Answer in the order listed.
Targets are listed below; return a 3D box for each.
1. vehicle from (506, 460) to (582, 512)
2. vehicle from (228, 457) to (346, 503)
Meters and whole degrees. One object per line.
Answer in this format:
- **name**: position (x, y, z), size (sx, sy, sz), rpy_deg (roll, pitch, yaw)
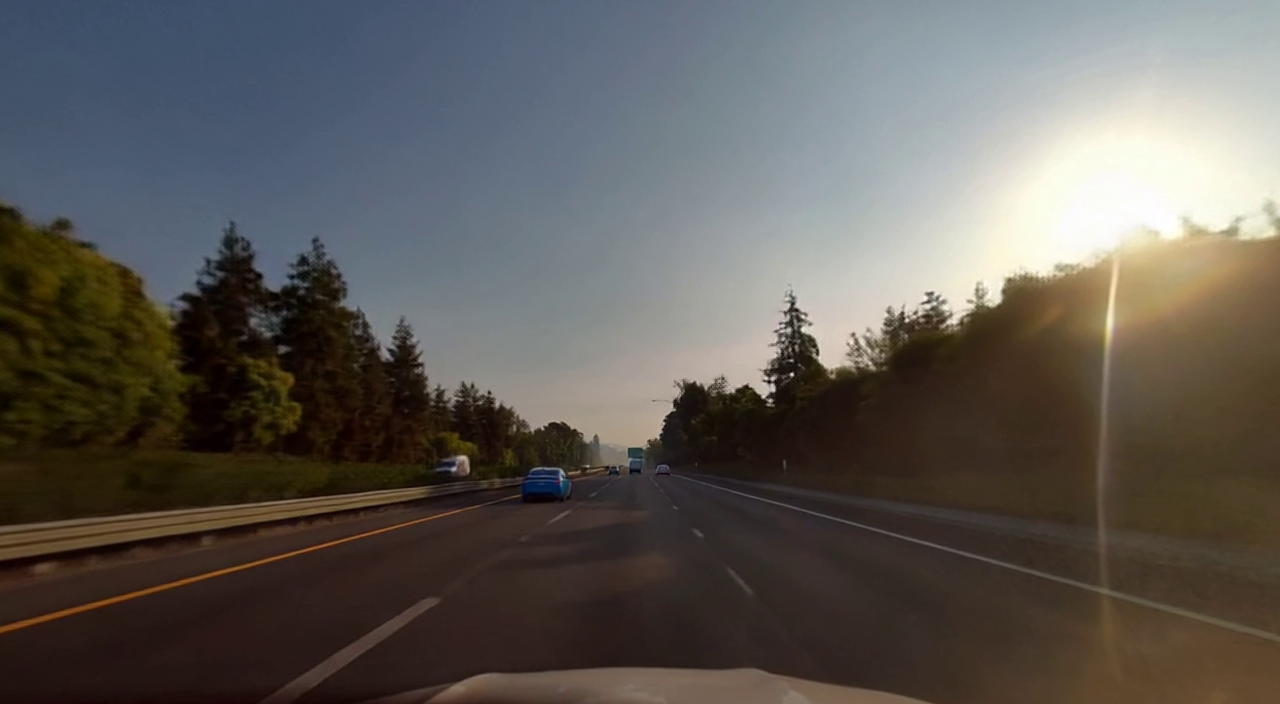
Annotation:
- **vehicle**: position (-3.064, 4.395, 20.961), size (1.797, 1.532, 4.072), rpy_deg (1, -10, 1)
- **vehicle**: position (-11.932, 4.354, 21.621), size (1.787, 1.407, 3.831), rpy_deg (1, -10, 0)
